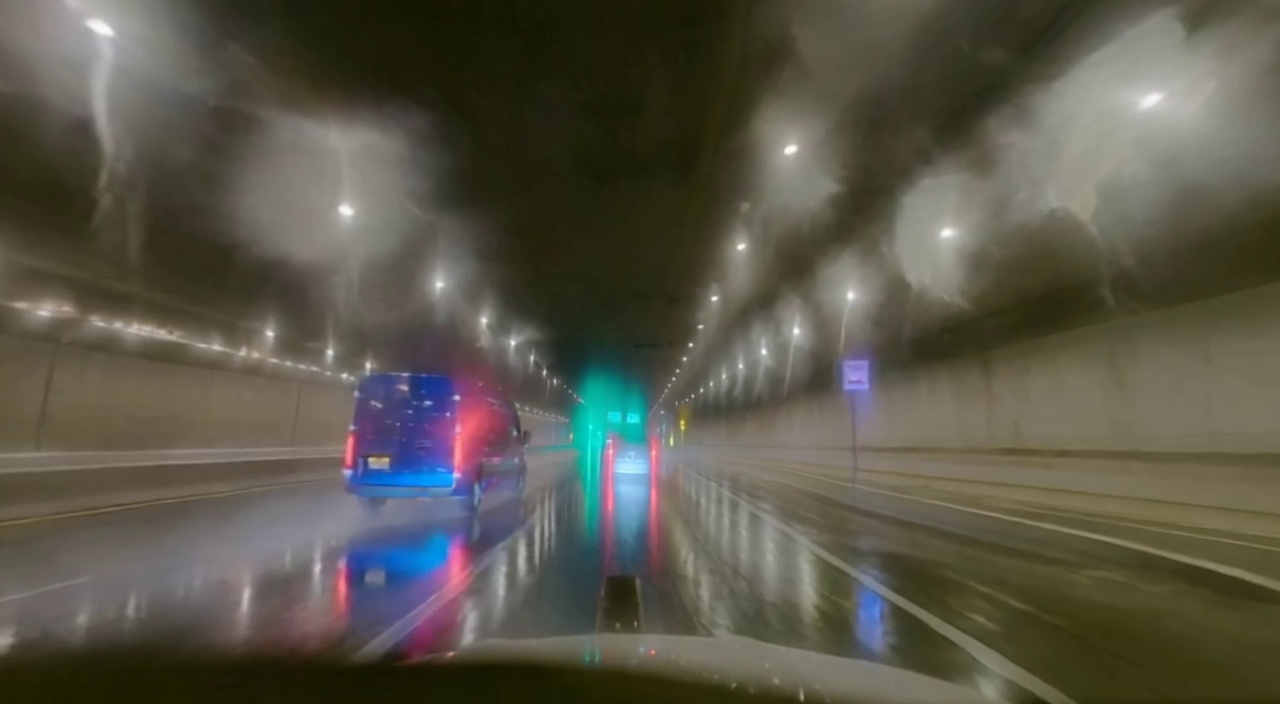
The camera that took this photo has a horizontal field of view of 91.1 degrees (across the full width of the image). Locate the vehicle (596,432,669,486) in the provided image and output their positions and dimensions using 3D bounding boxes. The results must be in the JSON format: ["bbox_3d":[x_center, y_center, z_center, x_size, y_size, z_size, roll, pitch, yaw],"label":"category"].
[{"bbox_3d":[-0.214,3.391,20.363,2.095,1.553,4.069,0,-8,0],"label":"vehicle"}]

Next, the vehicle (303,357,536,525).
[{"bbox_3d":[-3.683,1.661,11.940,2.404,2.459,5.229,0,-8,1],"label":"vehicle"}]
